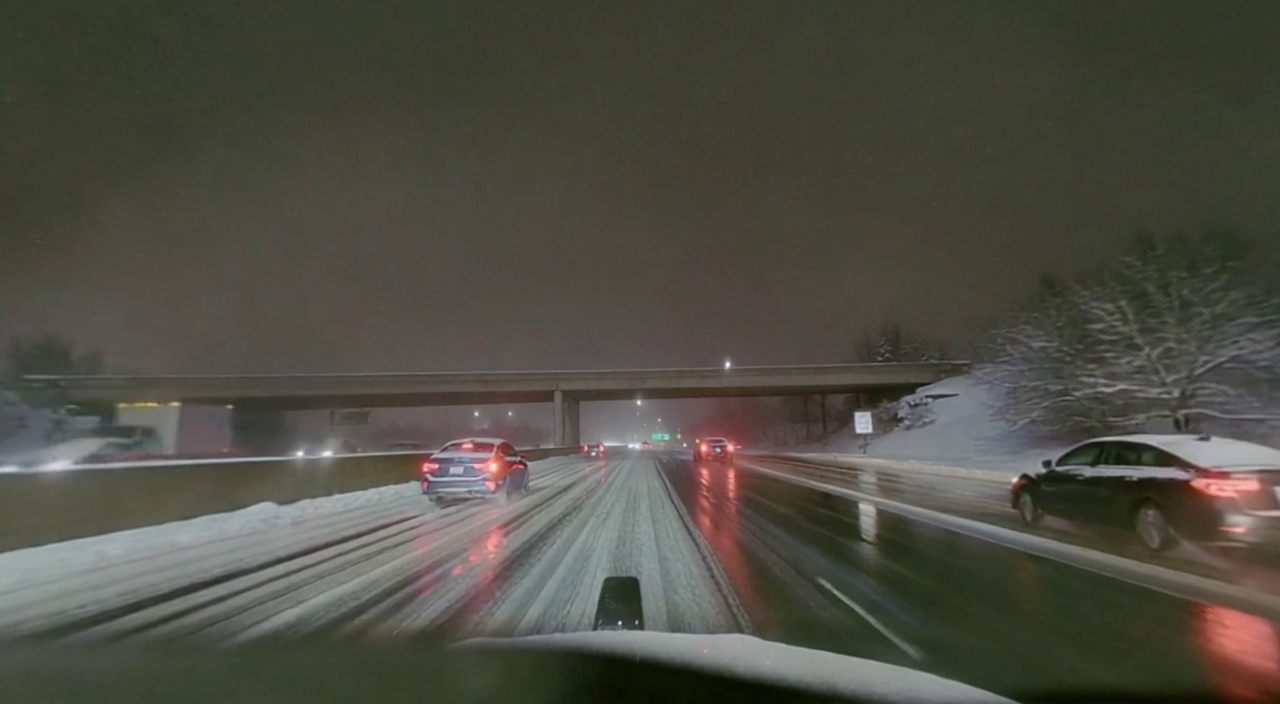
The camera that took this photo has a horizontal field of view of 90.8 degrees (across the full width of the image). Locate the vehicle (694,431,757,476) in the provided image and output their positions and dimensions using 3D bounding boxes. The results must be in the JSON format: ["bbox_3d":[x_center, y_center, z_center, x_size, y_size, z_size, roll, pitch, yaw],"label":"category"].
[{"bbox_3d":[3.559,4.320,27.147,2.072,1.761,4.242,0,-8,-1],"label":"vehicle"}]

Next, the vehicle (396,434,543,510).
[{"bbox_3d":[-3.683,2.682,14.673,1.997,1.476,4.703,0,-8,1],"label":"vehicle"}]

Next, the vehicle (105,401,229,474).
[{"bbox_3d":[-27.977,5.135,37.780,2.910,3.973,5.944,1,-8,-4],"label":"vehicle"}]

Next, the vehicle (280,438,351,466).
[{"bbox_3d":[-25.112,7.772,49.264,2.403,1.981,6.428,0,-8,-3],"label":"vehicle"}]

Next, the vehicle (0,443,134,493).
[{"bbox_3d":[-19.656,3.792,21.127,1.938,1.474,4.445,0,-8,-3],"label":"vehicle"}]

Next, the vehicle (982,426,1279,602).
[{"bbox_3d":[6.265,1.690,7.539,1.989,1.472,4.322,0,-8,1],"label":"vehicle"}]

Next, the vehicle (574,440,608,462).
[{"bbox_3d":[-3.491,7.113,45.564,2.047,1.464,4.387,0,-8,1],"label":"vehicle"}]
